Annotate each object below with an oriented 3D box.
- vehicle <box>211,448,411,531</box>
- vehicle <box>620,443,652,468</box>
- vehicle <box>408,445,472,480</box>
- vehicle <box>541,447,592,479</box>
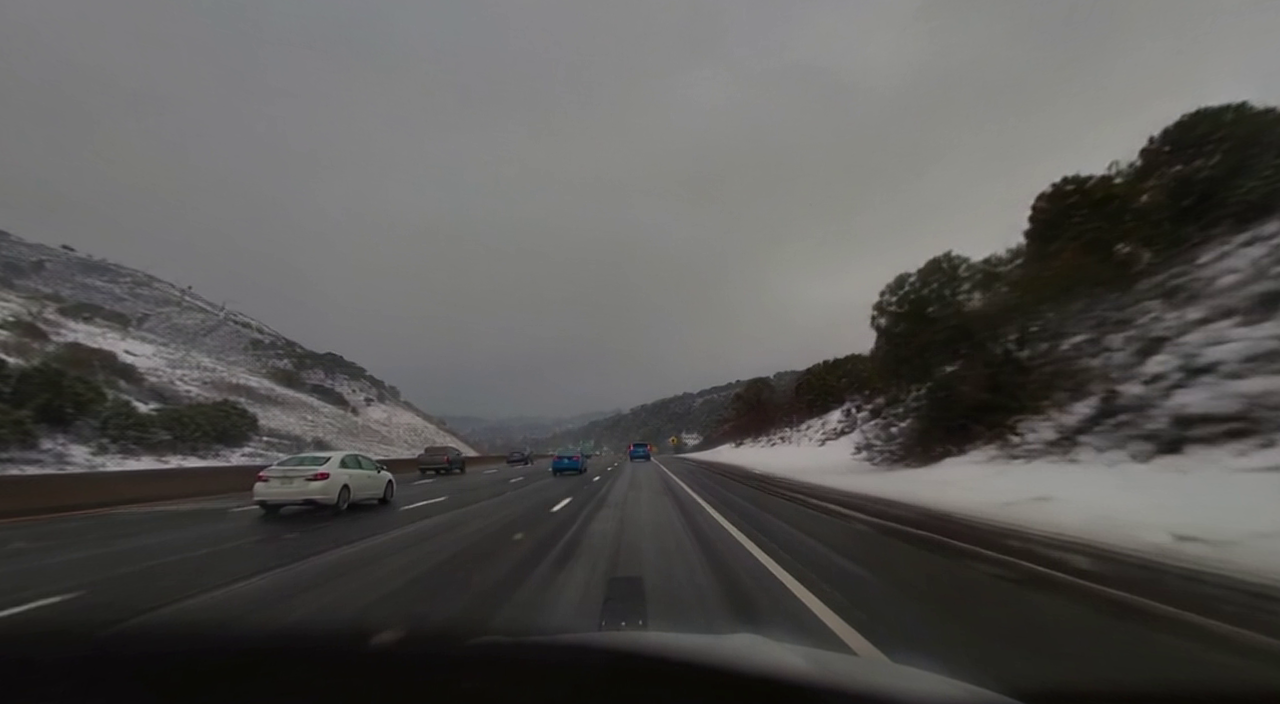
[{"bbox_3d":[-6.769,2.830,13.639,1.991,1.441,4.265,0,-8,1],"label":"vehicle"},{"bbox_3d":[-0.300,7.344,44.784,2.225,1.674,4.044,0,-8,-1],"label":"vehicle"},{"bbox_3d":[-10.997,6.073,35.050,2.025,1.750,4.505,0,-8,1],"label":"vehicle"},{"bbox_3d":[-3.820,5.835,33.513,2.144,1.505,4.649,0,-8,0],"label":"vehicle"}]
